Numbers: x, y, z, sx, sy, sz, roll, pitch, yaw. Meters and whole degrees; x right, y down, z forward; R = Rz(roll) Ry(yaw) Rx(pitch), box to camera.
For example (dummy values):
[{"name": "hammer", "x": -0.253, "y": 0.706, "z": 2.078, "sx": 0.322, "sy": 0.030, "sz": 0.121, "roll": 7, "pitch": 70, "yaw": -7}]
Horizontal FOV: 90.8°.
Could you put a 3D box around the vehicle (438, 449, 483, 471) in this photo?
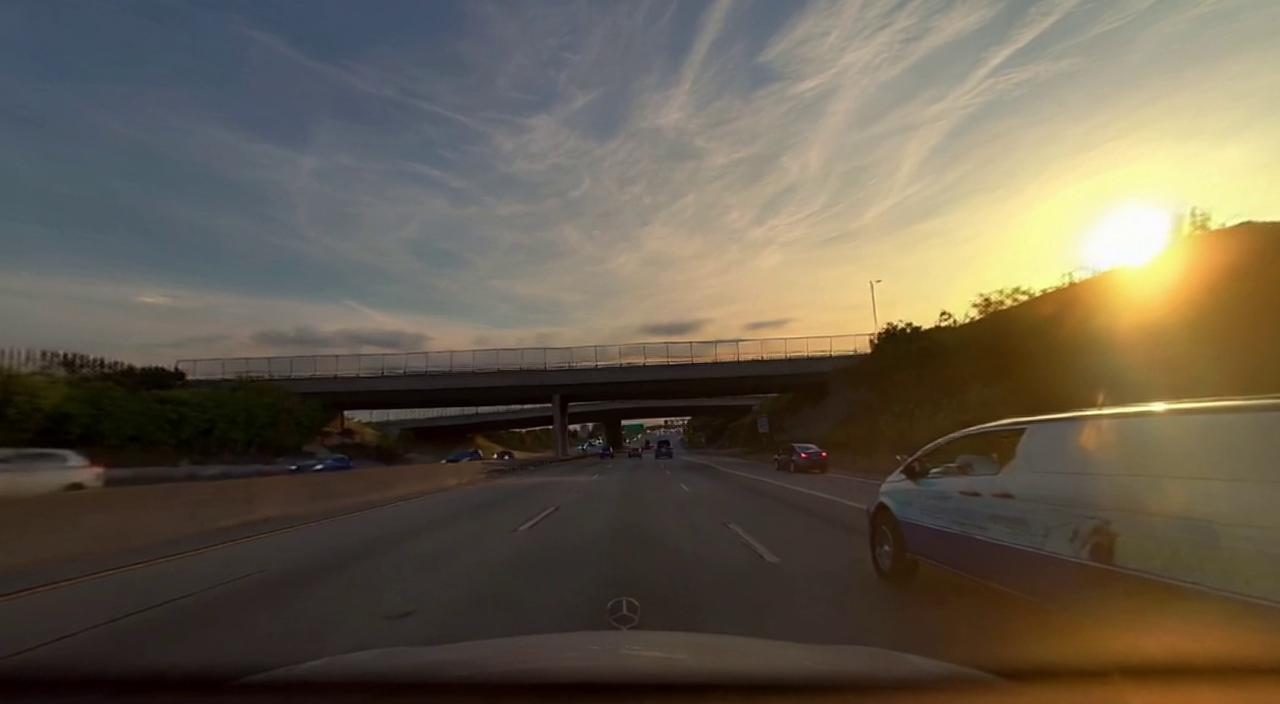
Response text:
[{"name": "vehicle", "x": -13.356, "y": 8.059, "z": 47.289, "sx": 1.892, "sy": 1.481, "sz": 4.576, "roll": 0, "pitch": -8, "yaw": 1}]

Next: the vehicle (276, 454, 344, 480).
[{"name": "vehicle", "x": -20.810, "y": 7.274, "z": 40.089, "sx": 1.859, "sy": 1.475, "sz": 4.564, "roll": 0, "pitch": -8, "yaw": 0}]
